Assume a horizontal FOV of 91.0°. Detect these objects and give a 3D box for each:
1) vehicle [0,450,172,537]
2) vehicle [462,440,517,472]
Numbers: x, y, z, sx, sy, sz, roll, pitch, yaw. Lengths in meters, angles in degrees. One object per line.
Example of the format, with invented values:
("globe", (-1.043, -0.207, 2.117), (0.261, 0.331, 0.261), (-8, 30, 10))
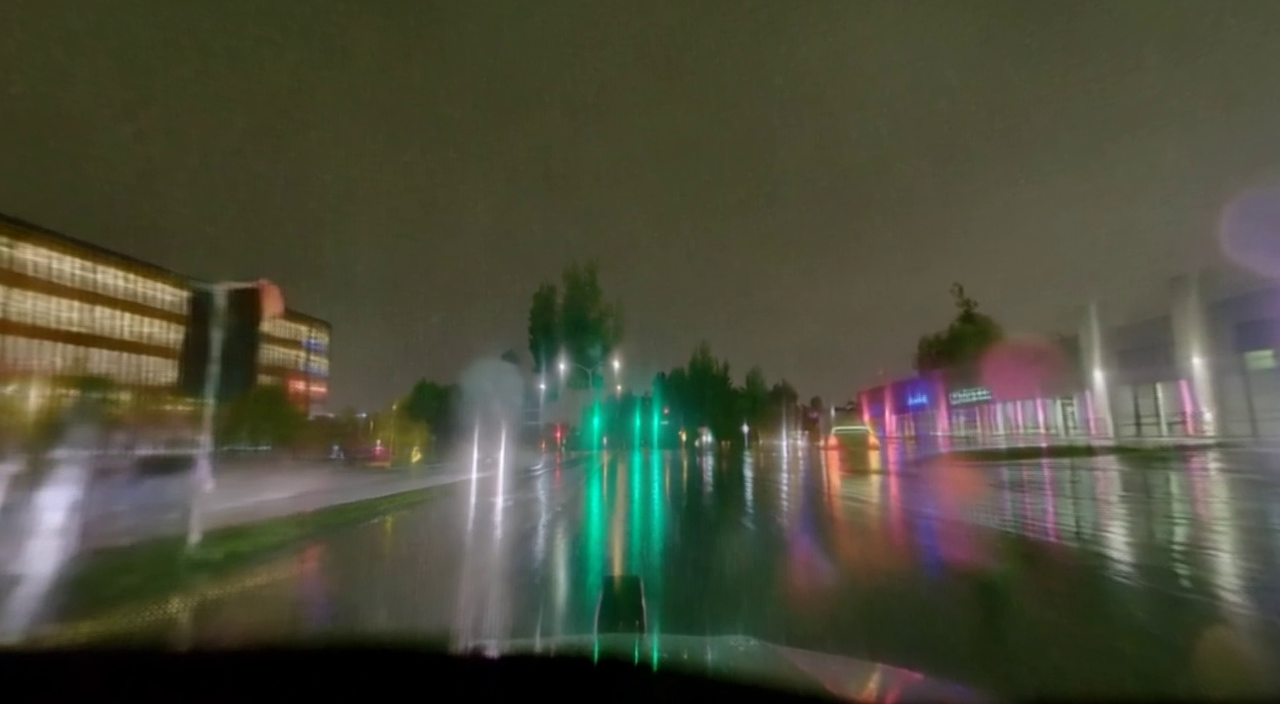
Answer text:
("vehicle", (-12.178, 2.767, 12.863), (1.921, 1.490, 4.242), (0, -9, 0))
("vehicle", (-8.527, 5.900, 36.071), (2.046, 1.700, 4.439), (0, -8, 1))
